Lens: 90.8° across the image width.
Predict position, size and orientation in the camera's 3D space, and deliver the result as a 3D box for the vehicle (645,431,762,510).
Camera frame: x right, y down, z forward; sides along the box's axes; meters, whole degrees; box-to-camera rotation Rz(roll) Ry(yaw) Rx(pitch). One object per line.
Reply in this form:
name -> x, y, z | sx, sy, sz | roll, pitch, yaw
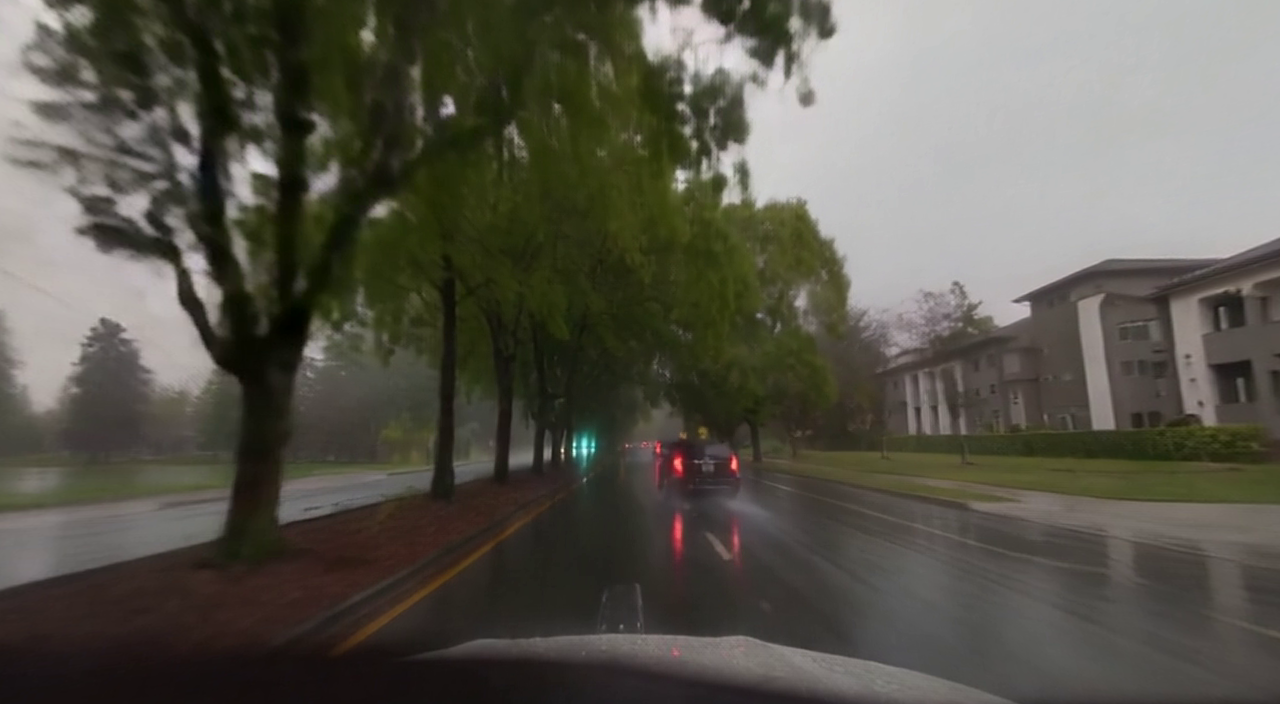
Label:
vehicle -> 1.317, 2.766, 15.263 | 2.066, 1.603, 4.475 | 0, -9, -4
